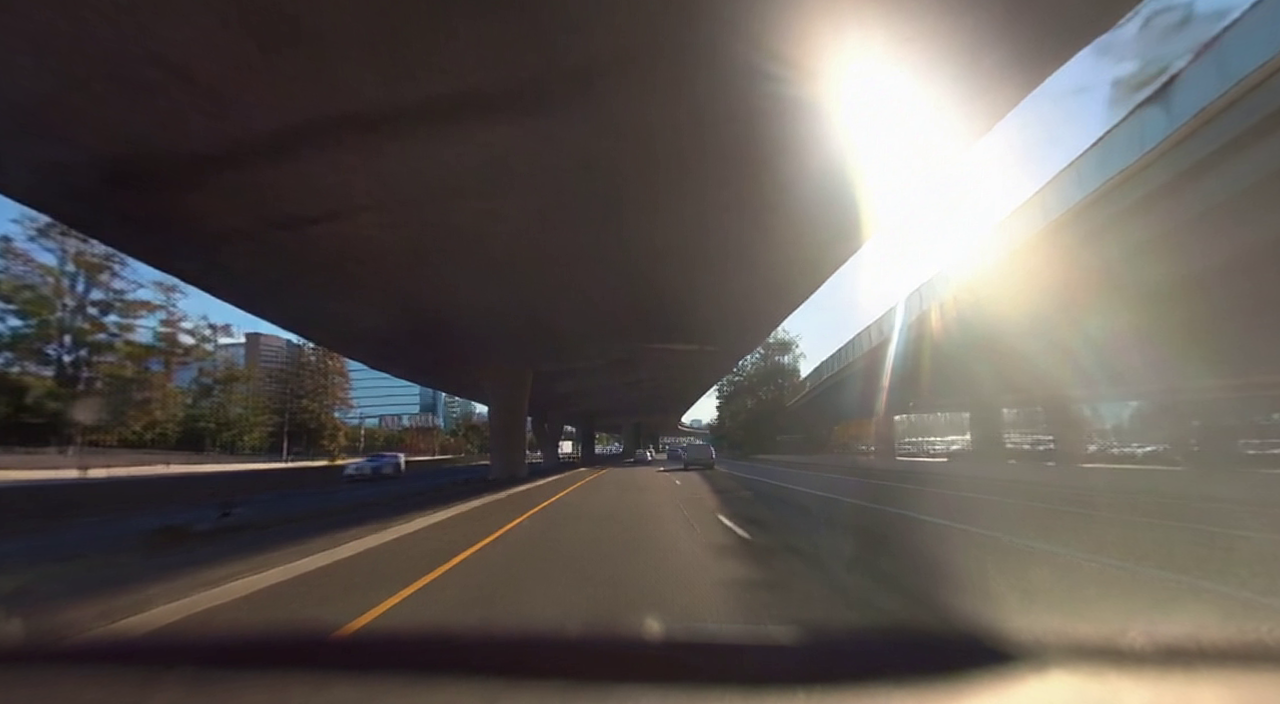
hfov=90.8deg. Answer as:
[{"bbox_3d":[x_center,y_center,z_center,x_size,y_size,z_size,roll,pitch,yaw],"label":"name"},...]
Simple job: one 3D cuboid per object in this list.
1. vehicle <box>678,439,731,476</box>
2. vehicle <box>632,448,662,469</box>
[{"bbox_3d":[3.349,5.569,33.591,2.226,1.779,4.835,0,-9,-1],"label":"vehicle"},{"bbox_3d":[0.538,7.759,46.217,2.046,1.475,3.784,0,-9,1],"label":"vehicle"}]
